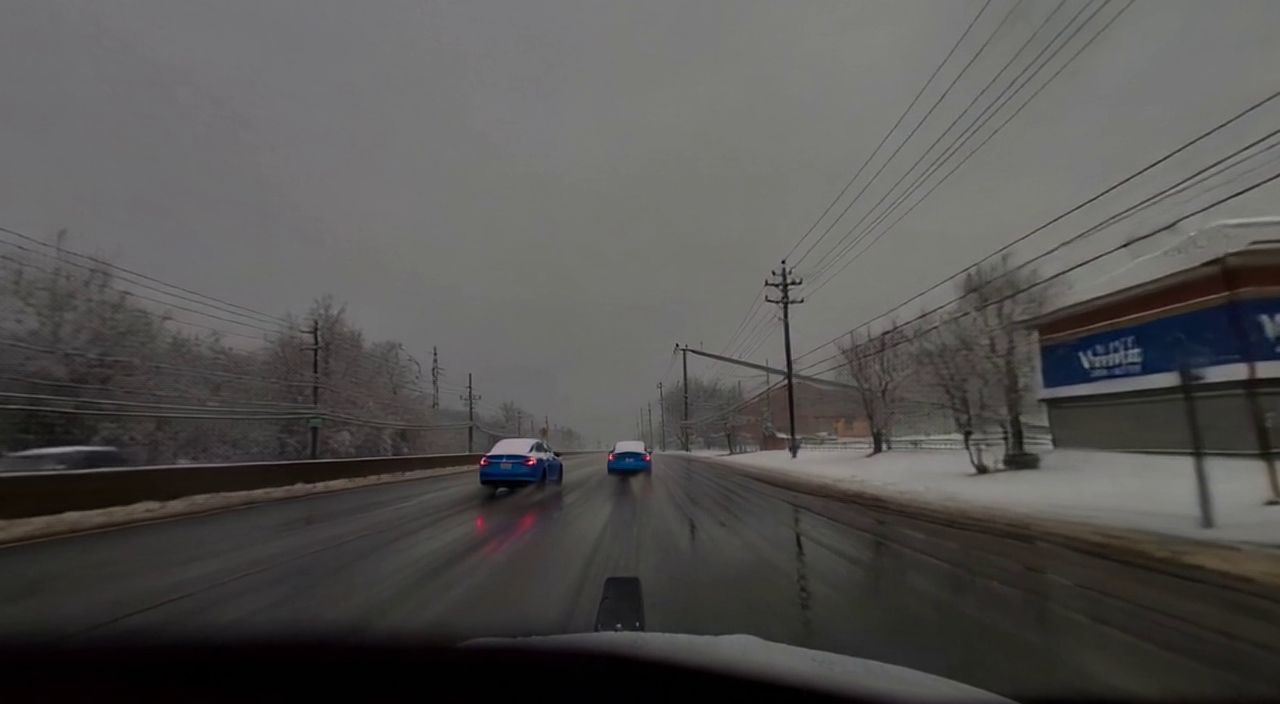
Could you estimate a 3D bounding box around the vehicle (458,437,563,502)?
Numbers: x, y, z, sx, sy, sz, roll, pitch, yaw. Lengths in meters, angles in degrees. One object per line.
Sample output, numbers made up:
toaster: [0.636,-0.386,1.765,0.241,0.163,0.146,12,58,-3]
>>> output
vehicle: [-3.559,3.326,18.365,1.985,1.607,4.892,0,-8,1]

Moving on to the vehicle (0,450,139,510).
vehicle: [-19.299,4.070,20.677,2.040,1.696,4.591,0,-8,0]

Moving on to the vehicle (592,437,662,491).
vehicle: [-0.418,3.783,21.726,2.189,1.652,4.135,0,-8,0]
